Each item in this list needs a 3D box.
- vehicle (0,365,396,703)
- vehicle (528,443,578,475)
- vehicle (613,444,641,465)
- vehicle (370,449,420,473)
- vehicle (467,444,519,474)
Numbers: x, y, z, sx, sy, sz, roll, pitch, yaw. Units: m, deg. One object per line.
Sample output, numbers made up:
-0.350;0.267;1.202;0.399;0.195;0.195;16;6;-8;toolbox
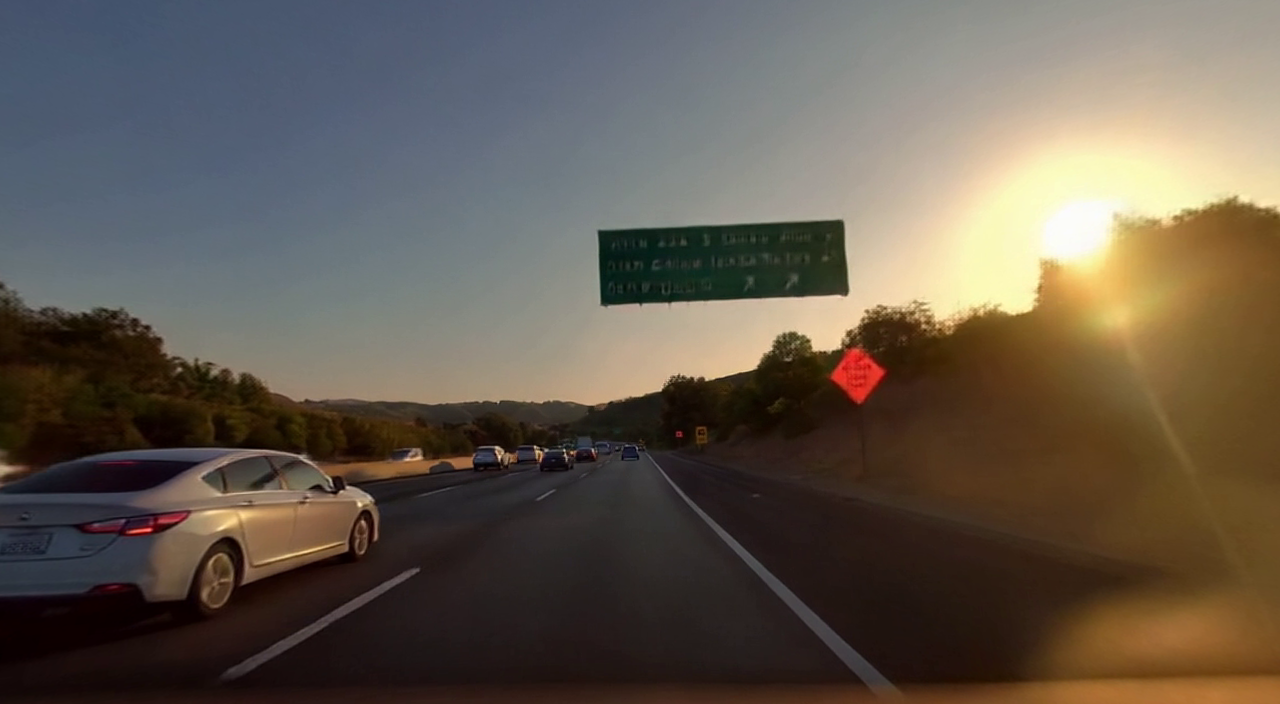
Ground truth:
-4.127;1.309;5.567;2.074;1.779;4.588;0;-9;0;vehicle
-4.307;5.383;31.672;1.988;1.477;4.118;0;-9;-1;vehicle
-0.931;7.557;46.244;2.023;1.479;3.718;0;-9;0;vehicle
-16.714;7.422;42.952;1.811;1.554;3.985;-1;-9;0;vehicle
-7.980;5.838;34.353;1.936;1.516;3.904;0;-9;0;vehicle
